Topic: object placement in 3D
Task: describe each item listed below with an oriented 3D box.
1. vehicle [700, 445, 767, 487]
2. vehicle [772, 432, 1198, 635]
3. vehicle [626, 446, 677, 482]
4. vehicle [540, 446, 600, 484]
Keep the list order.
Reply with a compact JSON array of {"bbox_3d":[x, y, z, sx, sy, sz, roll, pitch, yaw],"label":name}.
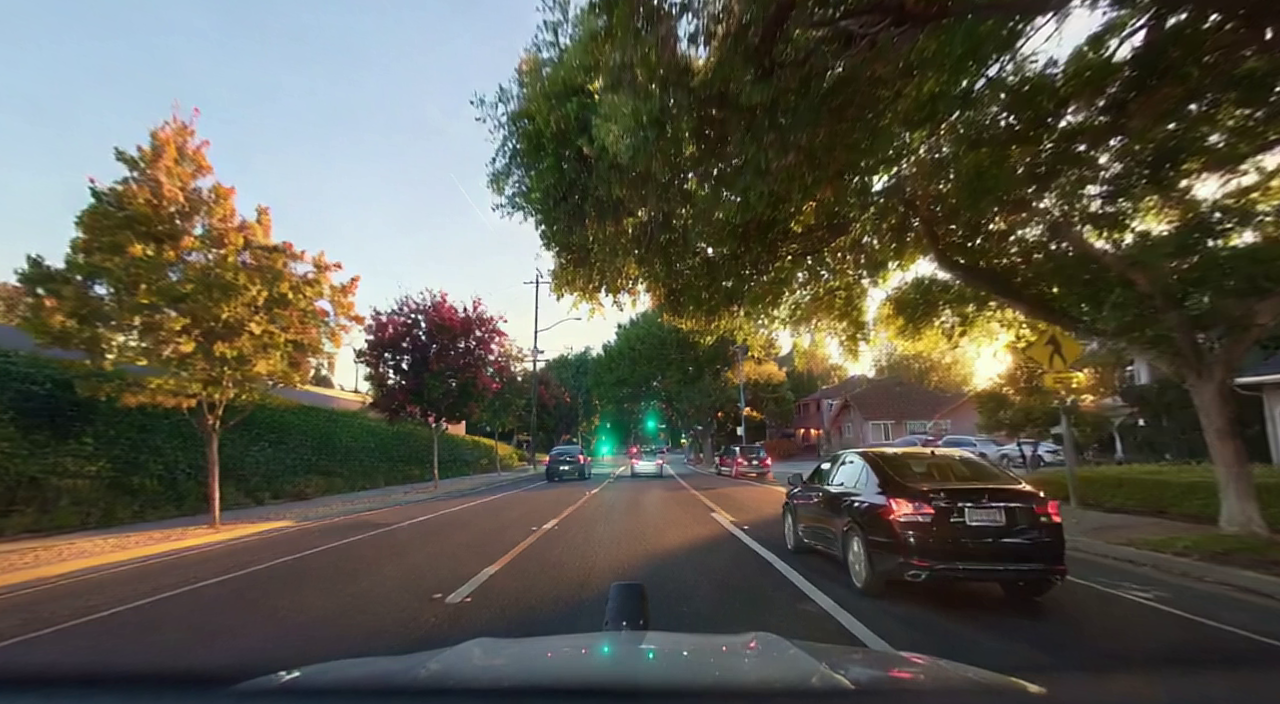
[{"bbox_3d":[3.572,4.417,24.764,1.943,1.484,4.030,0,-8,-1],"label":"vehicle"},{"bbox_3d":[3.044,1.681,6.970,2.158,1.483,4.415,0,-8,-1],"label":"vehicle"},{"bbox_3d":[0.485,4.914,28.088,2.101,1.467,4.210,0,-8,0],"label":"vehicle"},{"bbox_3d":[-2.967,4.891,27.634,2.012,1.505,4.205,-1,-9,2],"label":"vehicle"}]
